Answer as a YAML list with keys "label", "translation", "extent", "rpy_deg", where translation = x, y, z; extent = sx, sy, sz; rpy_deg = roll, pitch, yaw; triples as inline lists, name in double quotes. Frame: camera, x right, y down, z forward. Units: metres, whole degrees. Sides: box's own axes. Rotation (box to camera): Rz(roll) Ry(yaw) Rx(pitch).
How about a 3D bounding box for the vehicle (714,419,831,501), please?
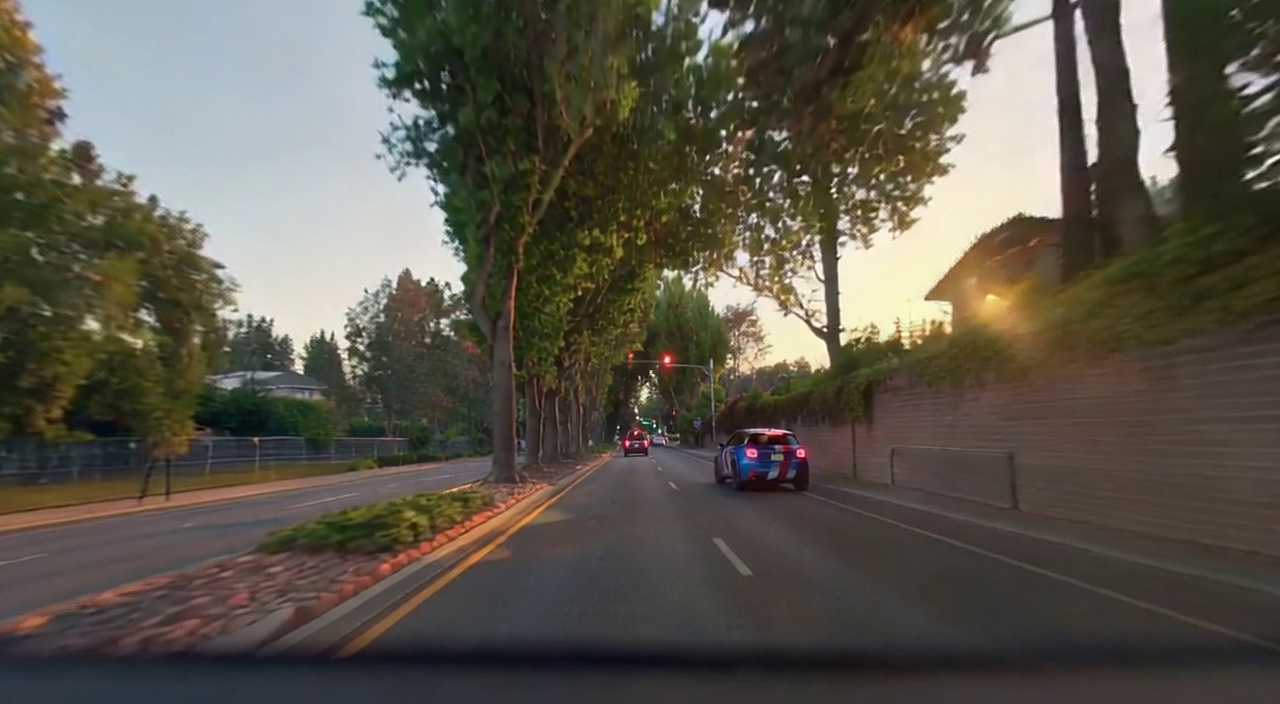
- label: "vehicle"
  translation: [3.029, 2.575, 15.357]
  extent: [1.840, 1.709, 4.202]
  rpy_deg: [0, -8, -2]
